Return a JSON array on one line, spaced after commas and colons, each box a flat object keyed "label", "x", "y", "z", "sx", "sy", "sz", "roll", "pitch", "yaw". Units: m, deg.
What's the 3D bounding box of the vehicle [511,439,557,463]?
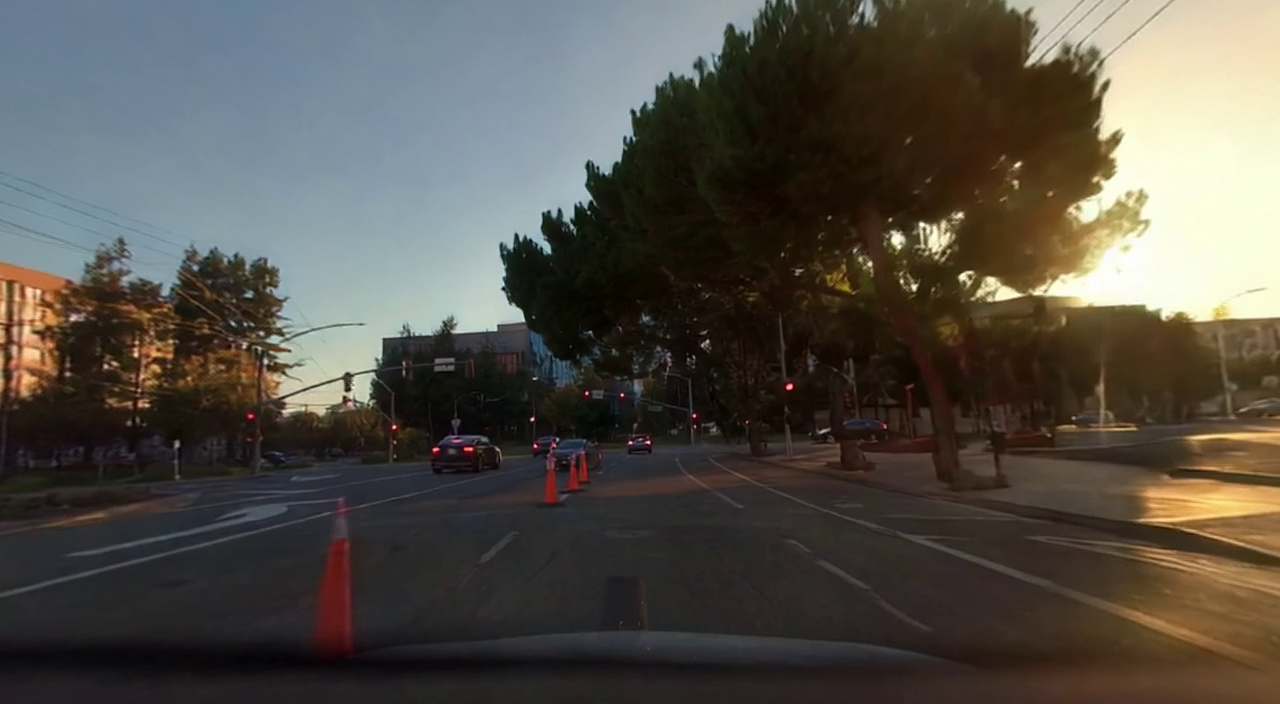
[{"label": "vehicle", "x": -6.736, "y": 6.361, "z": 40.573, "sx": 2.074, "sy": 1.447, "sz": 4.224, "roll": 0, "pitch": -8, "yaw": 1}]

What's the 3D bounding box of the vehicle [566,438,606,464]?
[{"label": "vehicle", "x": -3.173, "y": 5.944, "z": 37.943, "sx": 1.946, "sy": 1.437, "sz": 4.154, "roll": 0, "pitch": -8, "yaw": 1}]

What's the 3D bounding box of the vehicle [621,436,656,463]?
[{"label": "vehicle", "x": -0.058, "y": 5.871, "z": 38.265, "sx": 1.985, "sy": 1.521, "sz": 3.968, "roll": 0, "pitch": -8, "yaw": 1}]

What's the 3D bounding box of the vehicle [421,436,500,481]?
[{"label": "vehicle", "x": -6.929, "y": 4.135, "z": 24.809, "sx": 1.869, "sy": 1.570, "sz": 4.064, "roll": 0, "pitch": -8, "yaw": 0}]
